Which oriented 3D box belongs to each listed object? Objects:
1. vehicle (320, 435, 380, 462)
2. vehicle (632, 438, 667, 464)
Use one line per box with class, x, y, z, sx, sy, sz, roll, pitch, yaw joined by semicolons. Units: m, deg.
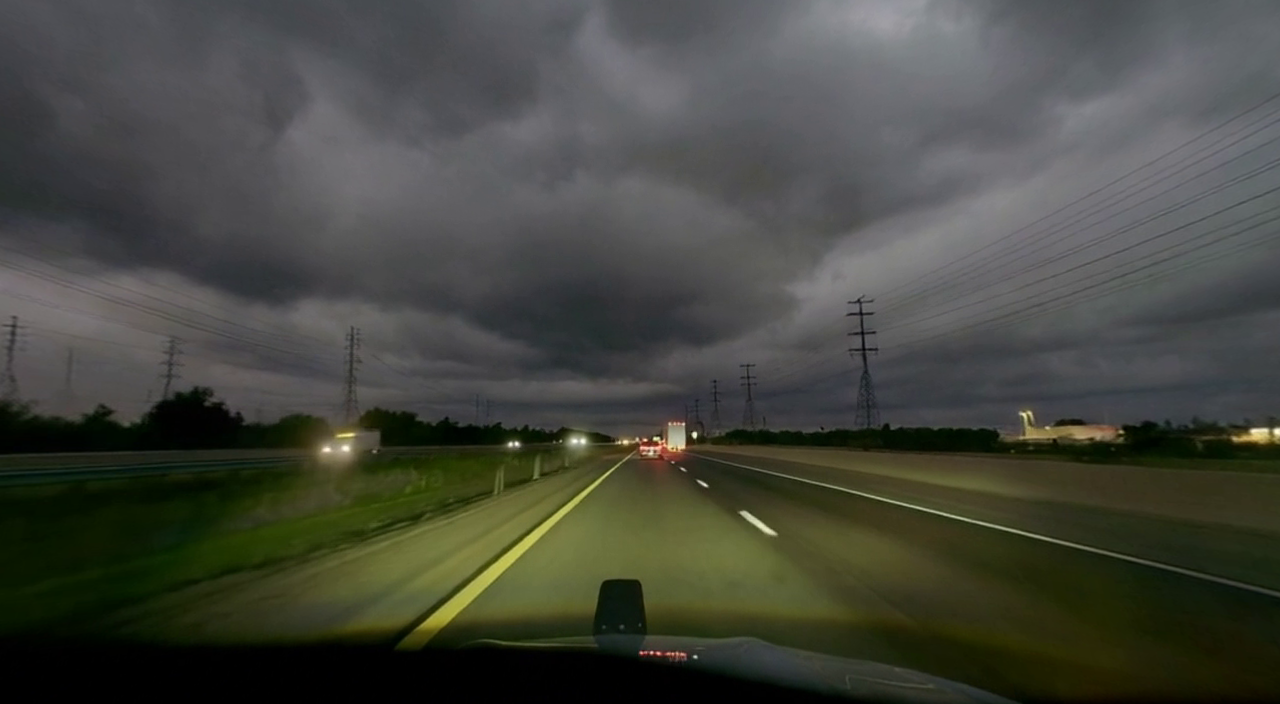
vehicle;-21.454;7.184;46.935;2.039;1.874;4.958;-1;-8;1
vehicle;0.647;6.560;41.878;2.192;1.556;4.132;-1;-8;1
